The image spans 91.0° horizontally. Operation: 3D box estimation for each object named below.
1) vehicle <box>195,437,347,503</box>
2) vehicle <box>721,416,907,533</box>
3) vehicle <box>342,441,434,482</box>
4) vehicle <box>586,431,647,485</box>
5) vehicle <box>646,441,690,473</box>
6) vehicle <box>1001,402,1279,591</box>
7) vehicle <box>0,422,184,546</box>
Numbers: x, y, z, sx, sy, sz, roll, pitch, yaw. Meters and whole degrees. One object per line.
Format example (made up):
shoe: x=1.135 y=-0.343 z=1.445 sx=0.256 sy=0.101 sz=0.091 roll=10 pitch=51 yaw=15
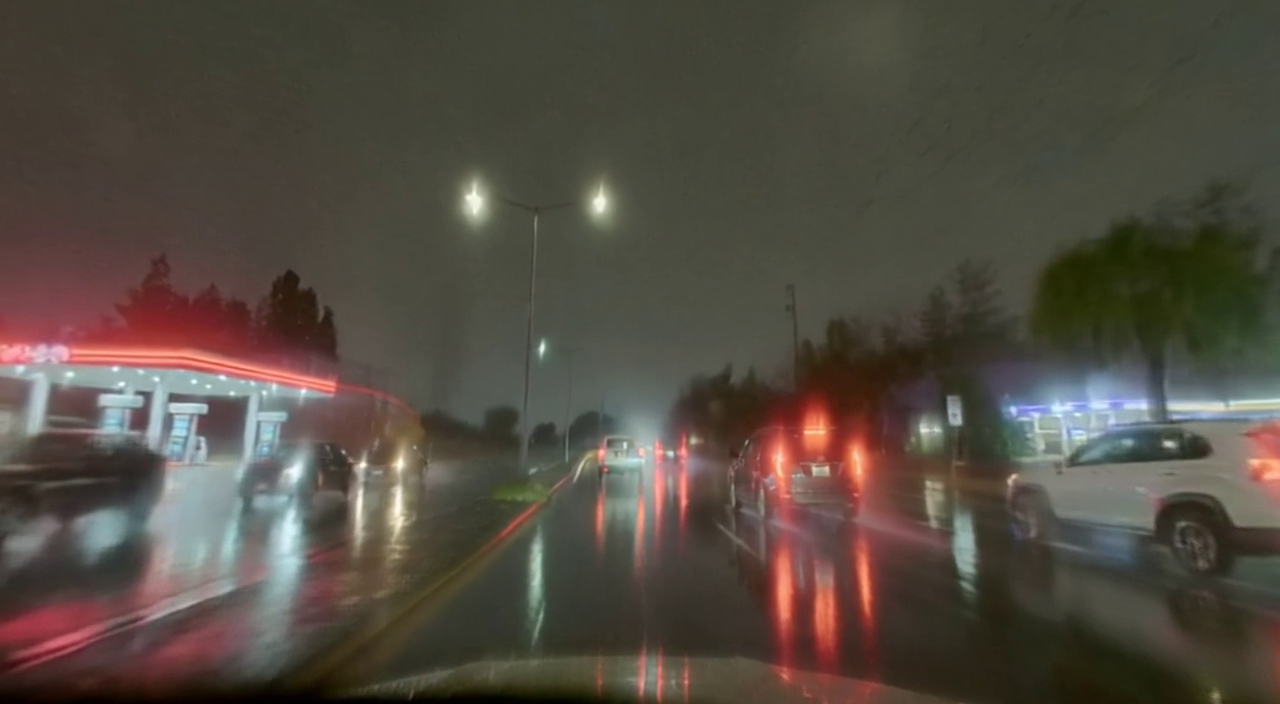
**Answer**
vehicle: x=-9.015 y=2.879 z=15.782 sx=1.665 sy=1.442 sz=3.720 roll=0 pitch=-8 yaw=-2
vehicle: x=2.914 y=2.169 z=11.682 sx=2.000 sy=1.745 sz=4.206 roll=1 pitch=-8 yaw=-4
vehicle: x=-9.655 y=4.218 z=24.533 sx=1.872 sy=1.439 sz=4.507 roll=0 pitch=-8 yaw=-2
vehicle: x=-0.938 y=3.873 z=23.278 sx=2.051 sy=1.798 sz=4.168 roll=1 pitch=-8 yaw=-4
vehicle: x=1.430 y=5.551 z=33.634 sx=1.800 sy=1.592 sz=3.658 roll=1 pitch=-8 yaw=-6
vehicle: x=6.601 y=1.531 z=7.298 sx=2.047 sy=1.653 sz=4.423 roll=0 pitch=-8 yaw=-3
vehicle: x=-9.214 y=1.880 z=9.354 sx=1.943 sy=1.575 sz=3.927 roll=0 pitch=-8 yaw=-2
